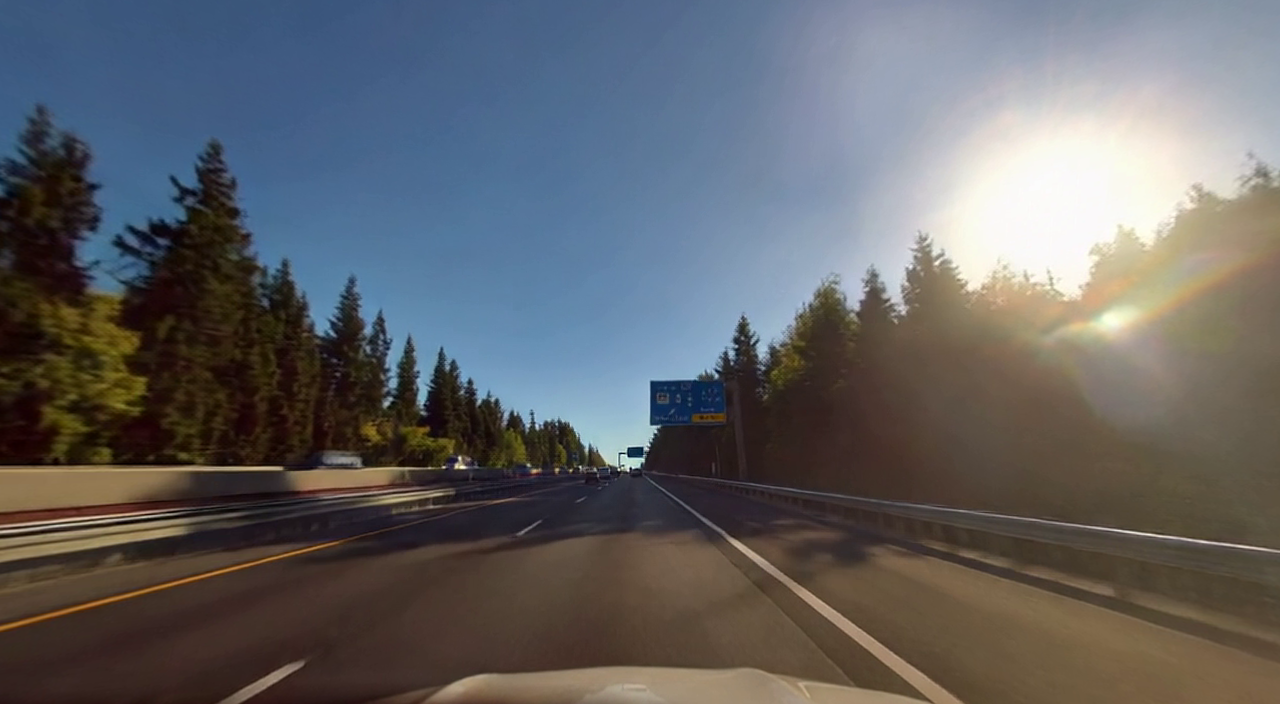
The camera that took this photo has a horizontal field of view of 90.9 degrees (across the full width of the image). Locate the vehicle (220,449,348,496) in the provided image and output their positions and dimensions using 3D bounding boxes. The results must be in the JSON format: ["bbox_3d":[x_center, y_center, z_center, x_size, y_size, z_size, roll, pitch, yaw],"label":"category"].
[{"bbox_3d":[-12.754,4.376,22.978,1.989,1.497,4.491,1,-10,0],"label":"vehicle"}]
